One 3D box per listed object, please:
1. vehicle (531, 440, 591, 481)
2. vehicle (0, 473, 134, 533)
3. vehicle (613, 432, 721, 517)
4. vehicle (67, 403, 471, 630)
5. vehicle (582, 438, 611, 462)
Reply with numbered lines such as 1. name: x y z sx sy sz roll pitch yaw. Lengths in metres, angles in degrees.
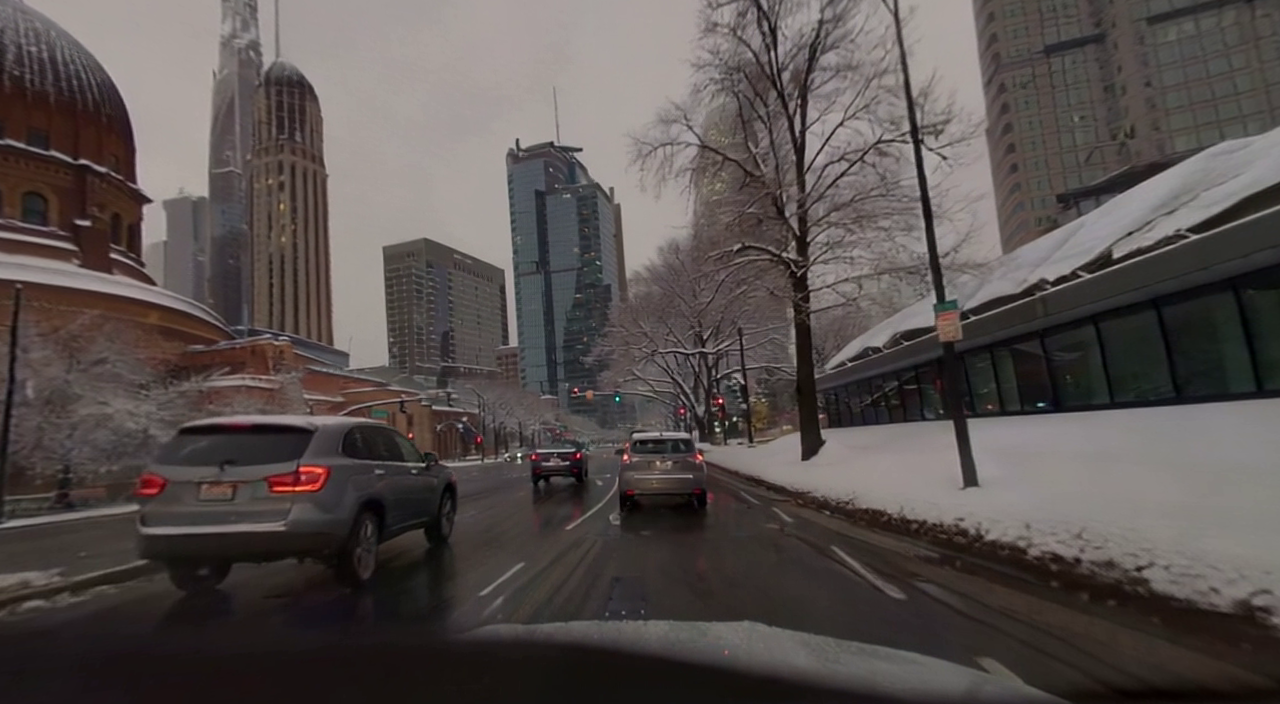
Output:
1. vehicle: -3.125 4.379 25.808 1.961 1.517 4.202 0 -9 -1
2. vehicle: -20.951 5.312 22.627 1.864 1.688 4.558 0 -9 -2
3. vehicle: 0.425 2.475 13.226 1.933 1.504 3.802 0 -9 -2
4. vehicle: -3.211 1.476 6.509 1.848 1.641 3.686 0 -9 1
5. vehicle: -3.329 7.599 49.041 1.969 1.764 4.160 0 -9 -1
